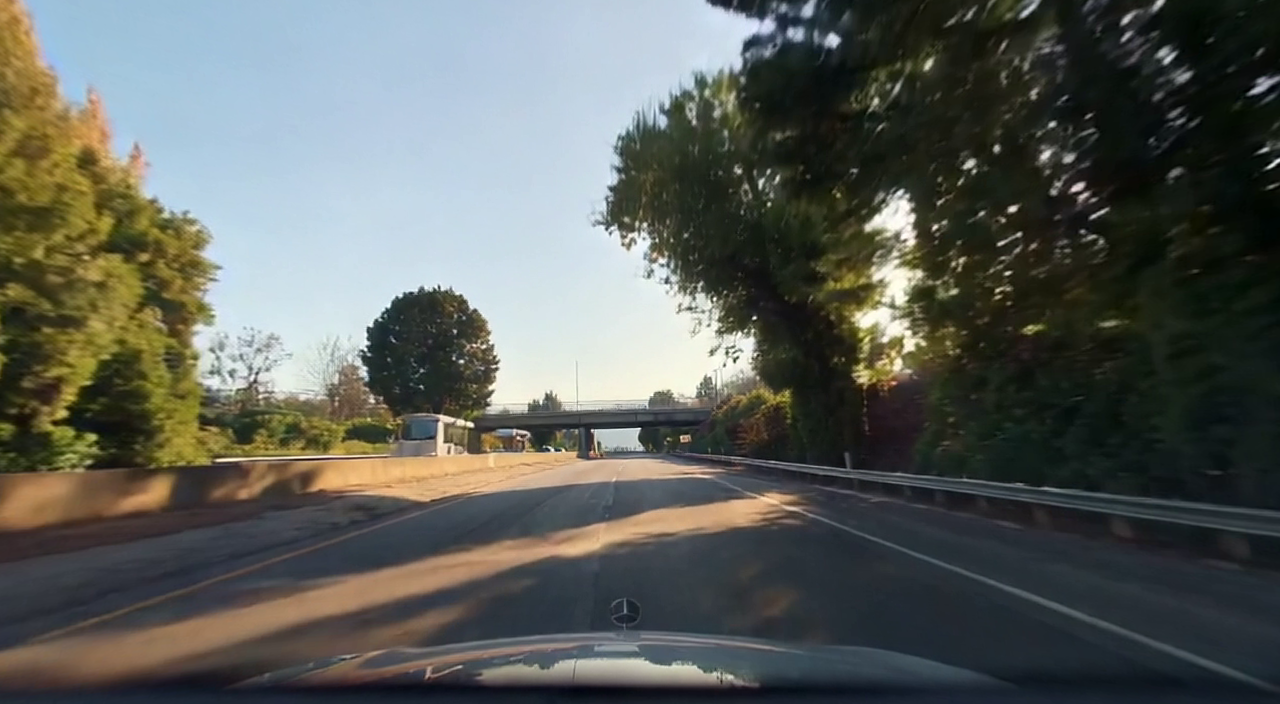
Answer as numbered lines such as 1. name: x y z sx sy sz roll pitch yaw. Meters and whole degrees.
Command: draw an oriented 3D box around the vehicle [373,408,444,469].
1. vehicle: -16.404 6.243 45.130 2.910 4.025 5.493 0 -9 -1
